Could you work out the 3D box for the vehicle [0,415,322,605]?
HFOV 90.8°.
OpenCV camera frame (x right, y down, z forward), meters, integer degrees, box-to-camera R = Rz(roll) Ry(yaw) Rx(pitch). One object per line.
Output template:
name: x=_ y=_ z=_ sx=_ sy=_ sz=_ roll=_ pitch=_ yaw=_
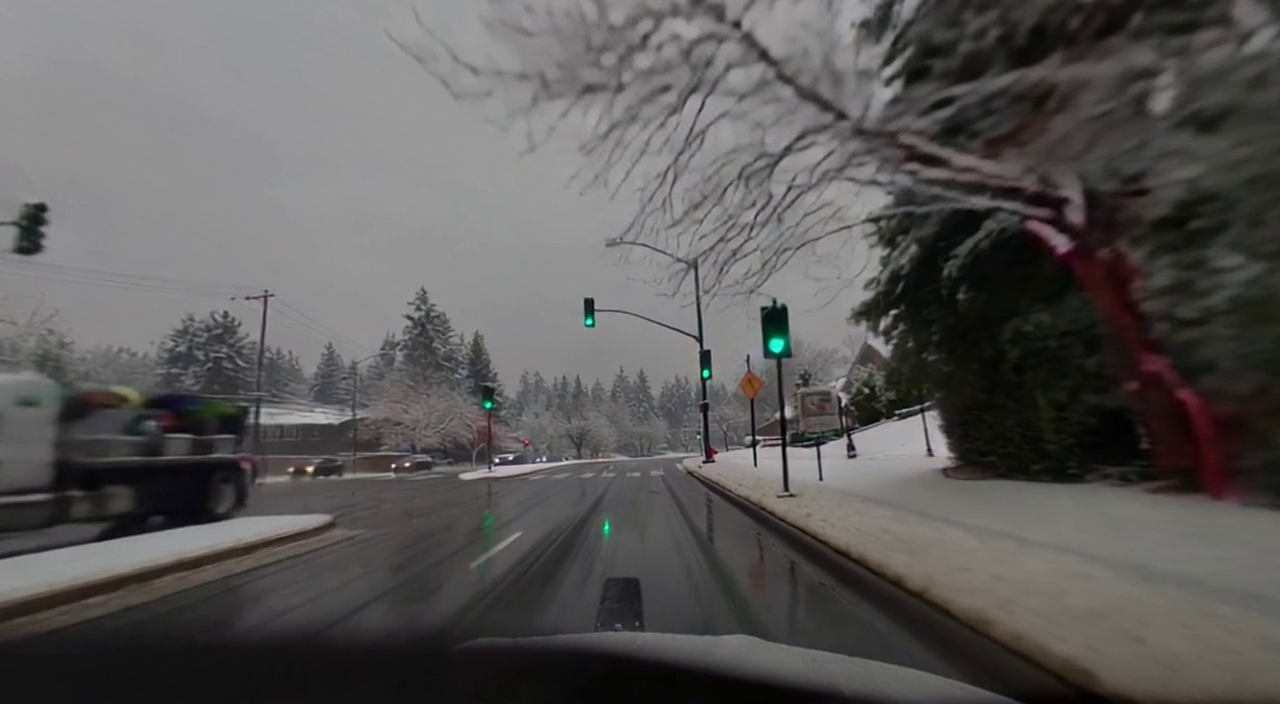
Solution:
vehicle: x=-7.092 y=1.870 z=8.355 sx=2.308 sy=1.755 sz=6.571 roll=-2 pitch=-8 yaw=1
